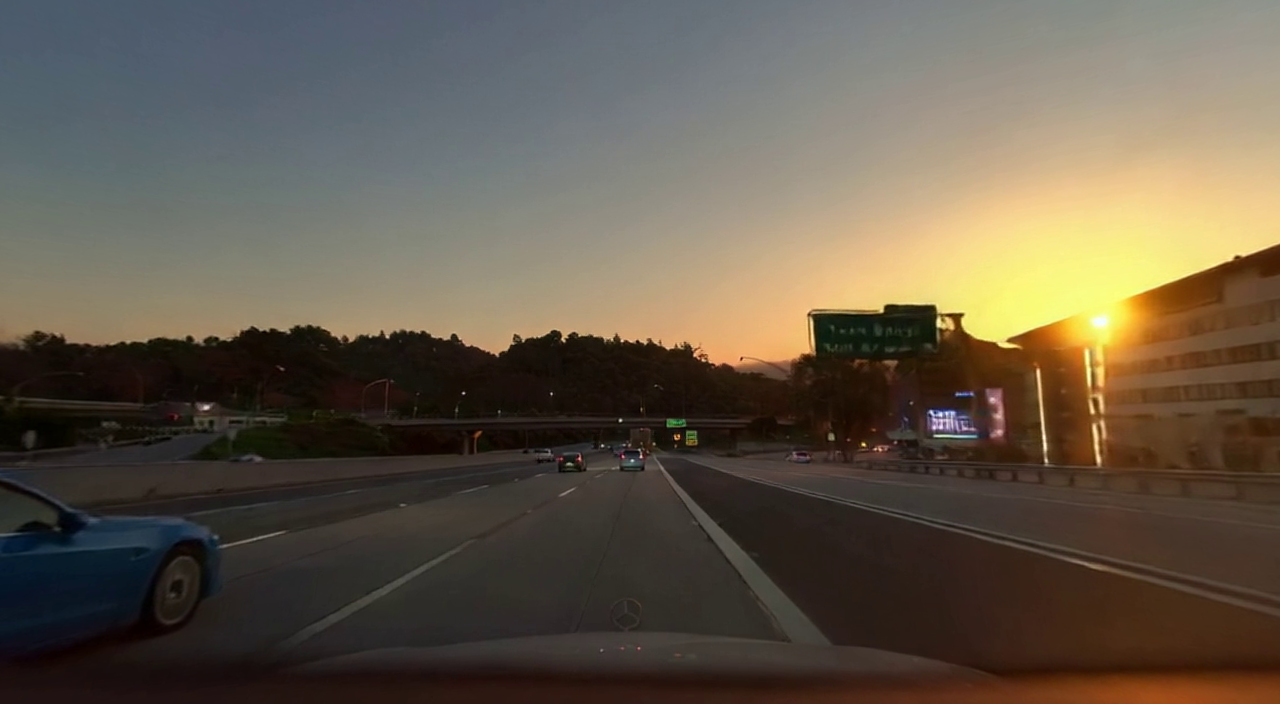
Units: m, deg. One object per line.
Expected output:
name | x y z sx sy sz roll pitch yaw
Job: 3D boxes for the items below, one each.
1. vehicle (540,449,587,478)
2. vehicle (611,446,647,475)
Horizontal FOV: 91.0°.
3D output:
vehicle | -4.311 6.369 36.130 2.071 1.553 4.388 0 -9 2
vehicle | -0.615 6.597 38.439 2.102 1.692 4.057 0 -9 1
